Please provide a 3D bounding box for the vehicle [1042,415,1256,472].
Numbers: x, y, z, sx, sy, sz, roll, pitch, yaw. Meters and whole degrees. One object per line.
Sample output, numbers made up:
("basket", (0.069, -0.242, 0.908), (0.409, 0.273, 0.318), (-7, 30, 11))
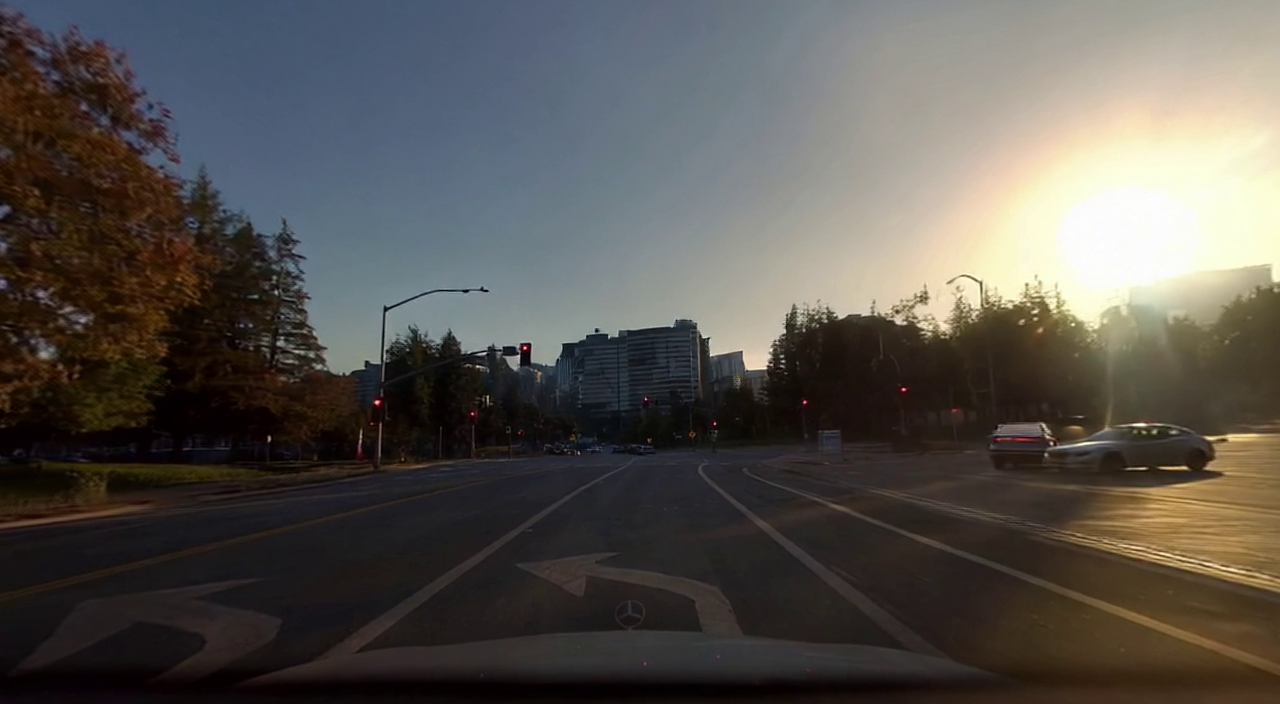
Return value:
("vehicle", (13.766, 2.506, 17.249), (4.167, 1.476, 1.871), (0, -8, 0))
